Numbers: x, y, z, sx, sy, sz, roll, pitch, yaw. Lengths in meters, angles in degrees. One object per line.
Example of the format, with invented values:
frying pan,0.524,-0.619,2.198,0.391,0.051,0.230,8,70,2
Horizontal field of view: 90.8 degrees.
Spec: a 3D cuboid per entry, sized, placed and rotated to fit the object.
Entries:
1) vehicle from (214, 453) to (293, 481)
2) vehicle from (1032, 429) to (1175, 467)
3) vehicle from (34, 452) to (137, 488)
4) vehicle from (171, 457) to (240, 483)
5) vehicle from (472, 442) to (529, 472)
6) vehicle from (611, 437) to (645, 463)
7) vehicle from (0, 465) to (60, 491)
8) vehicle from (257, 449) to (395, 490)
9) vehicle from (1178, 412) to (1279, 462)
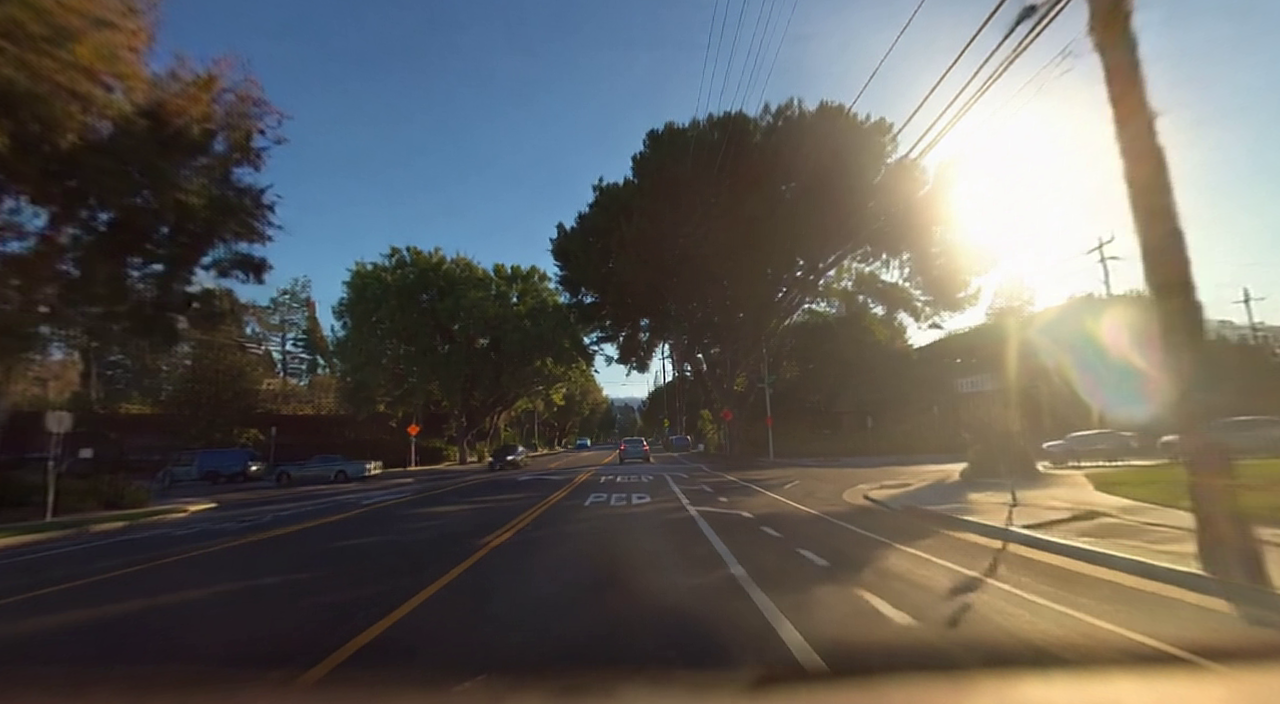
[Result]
vehicle,-25.287,7.505,41.573,1.932,1.627,4.948,0,-9,1
vehicle,18.735,3.894,25.686,4.292,1.489,1.895,0,-9,-1
vehicle,-36.527,7.753,41.804,2.162,2.070,5.031,-2,-8,1
vehicle,-28.180,7.623,41.123,1.806,1.503,3.853,0,-9,-2
vehicle,-7.306,5.522,33.522,2.034,1.464,4.438,0,-9,0
vehicle,-0.673,5.731,37.113,1.877,1.448,3.830,0,-9,0
vehicle,-39.963,8.032,40.523,1.728,1.456,3.782,-1,-9,3
vehicle,-14.137,5.292,28.698,5.190,1.502,2.085,-3,-8,-1
vehicle,25.411,3.485,25.903,4.597,1.961,2.087,0,-9,2
